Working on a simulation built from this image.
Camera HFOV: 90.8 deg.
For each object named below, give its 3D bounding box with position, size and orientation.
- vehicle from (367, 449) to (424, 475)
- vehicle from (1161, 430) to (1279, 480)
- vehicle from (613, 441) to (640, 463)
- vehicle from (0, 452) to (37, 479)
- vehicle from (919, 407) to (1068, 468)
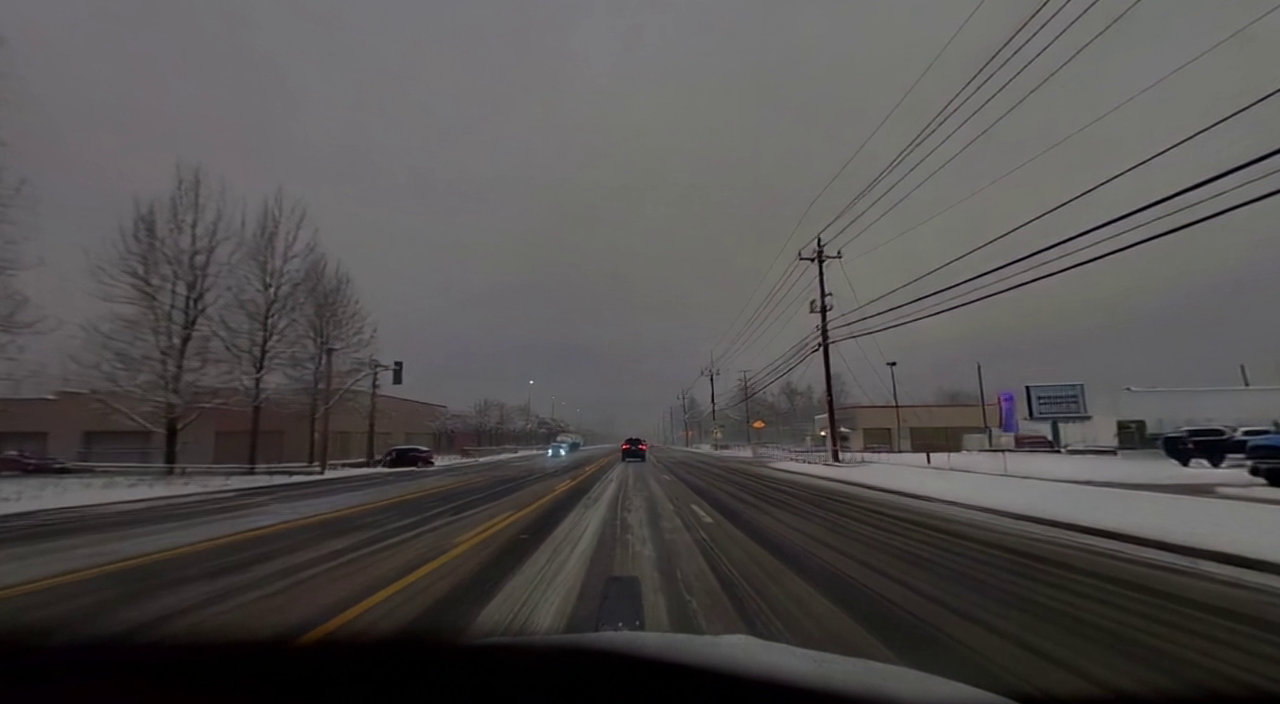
[{"bbox_3d":[-16.128,7.243,41.893,1.936,1.555,4.533,-1,-8,0],"label":"vehicle"},{"bbox_3d":[23.860,4.003,24.643,5.111,1.827,2.058,-1,-8,2],"label":"vehicle"},{"bbox_3d":[-0.990,7.534,47.837,1.937,1.588,3.746,0,-8,0],"label":"vehicle"},{"bbox_3d":[-37.730,6.699,37.415,4.343,1.483,1.916,-6,-10,34],"label":"vehicle"},{"bbox_3d":[22.135,5.415,39.888,7.478,3.666,2.863,0,-8,0],"label":"vehicle"}]
